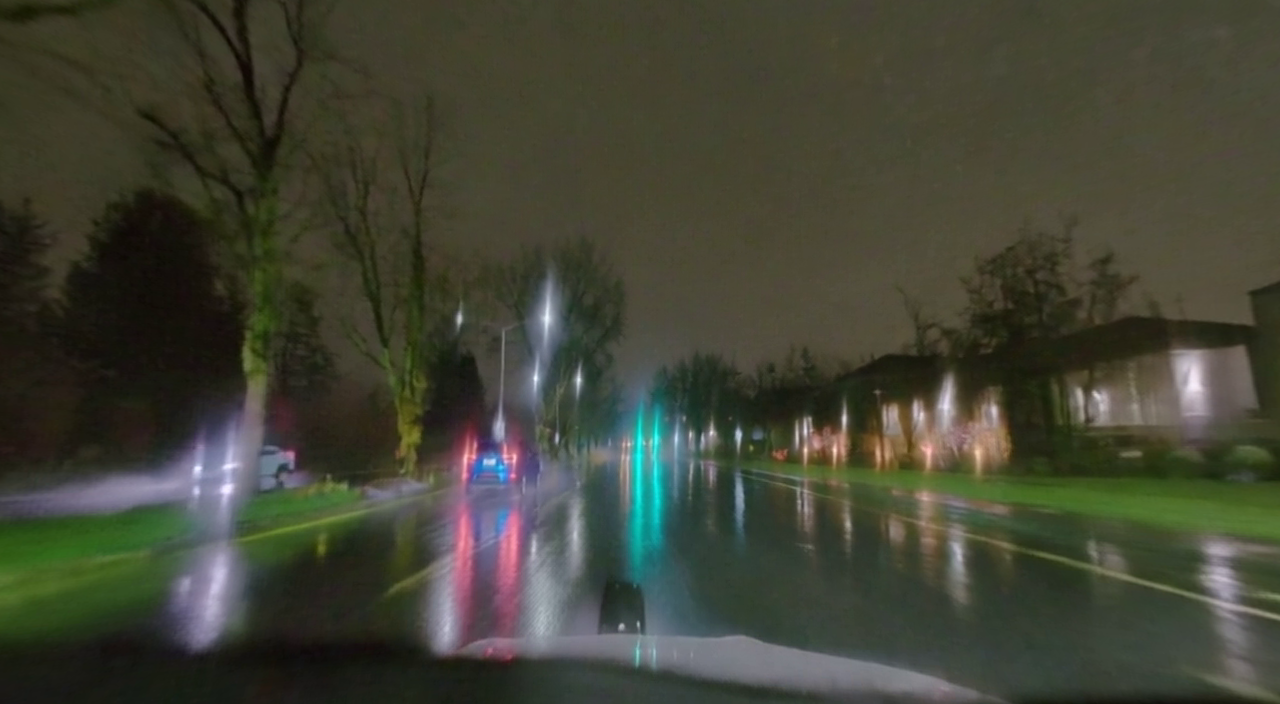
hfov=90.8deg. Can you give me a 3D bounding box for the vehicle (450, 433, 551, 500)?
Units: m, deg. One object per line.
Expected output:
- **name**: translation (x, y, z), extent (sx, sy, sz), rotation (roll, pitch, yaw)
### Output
- **vehicle**: translation (-3.971, 3.329, 18.818), extent (1.993, 1.733, 4.262), rotation (-1, -8, 1)

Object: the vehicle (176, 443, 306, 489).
- **vehicle**: translation (-16.676, 4.752, 26.804), extent (2.202, 1.724, 4.934), rotation (-1, -8, 1)
